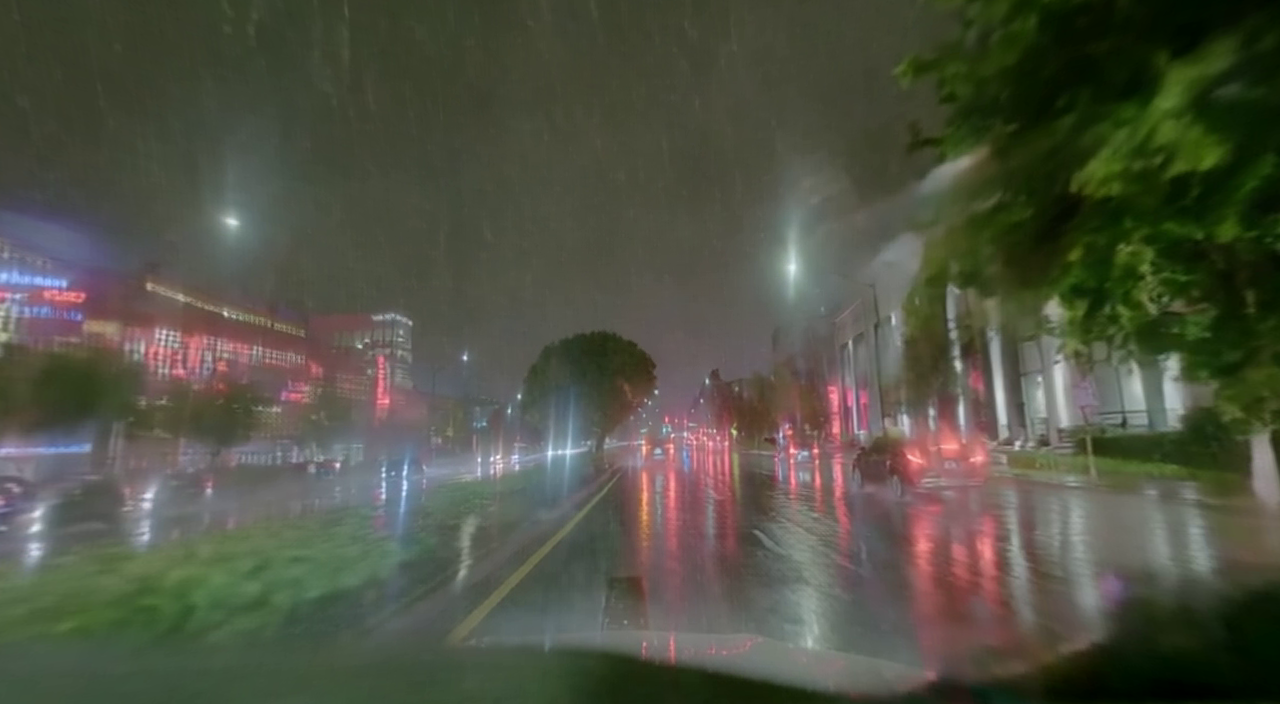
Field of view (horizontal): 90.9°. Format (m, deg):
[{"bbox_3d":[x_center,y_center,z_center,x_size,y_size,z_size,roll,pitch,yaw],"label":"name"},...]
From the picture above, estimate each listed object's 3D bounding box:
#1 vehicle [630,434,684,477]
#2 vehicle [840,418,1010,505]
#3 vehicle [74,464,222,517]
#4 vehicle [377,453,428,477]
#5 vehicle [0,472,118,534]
[{"bbox_3d":[0.680,4.379,26.900,2.125,1.669,3.880,0,-8,0],"label":"vehicle"},{"bbox_3d":[6.715,2.631,15.578,1.963,1.783,4.722,0,-8,0],"label":"vehicle"},{"bbox_3d":[-18.396,5.149,23.906,1.866,1.659,4.597,0,-8,0],"label":"vehicle"},{"bbox_3d":[-17.991,8.579,47.938,1.947,1.609,4.589,-1,-8,2],"label":"vehicle"},{"bbox_3d":[-18.543,4.483,18.910,1.817,1.540,4.548,0,-8,1],"label":"vehicle"}]
